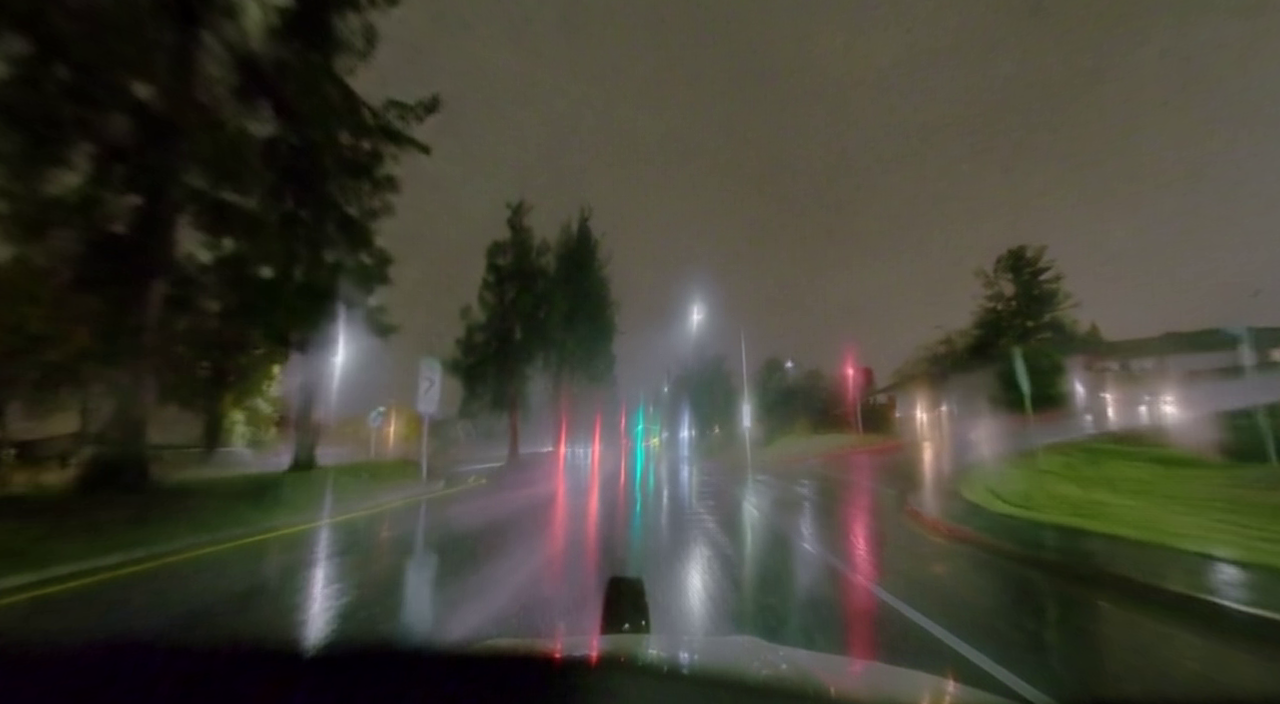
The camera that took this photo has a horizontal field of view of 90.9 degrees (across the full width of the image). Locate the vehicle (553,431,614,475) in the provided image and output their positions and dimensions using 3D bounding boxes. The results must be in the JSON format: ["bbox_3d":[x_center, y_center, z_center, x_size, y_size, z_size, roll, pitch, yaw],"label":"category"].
[{"bbox_3d":[-2.275,4.229,26.604,2.016,1.694,4.335,0,-8,2],"label":"vehicle"}]
